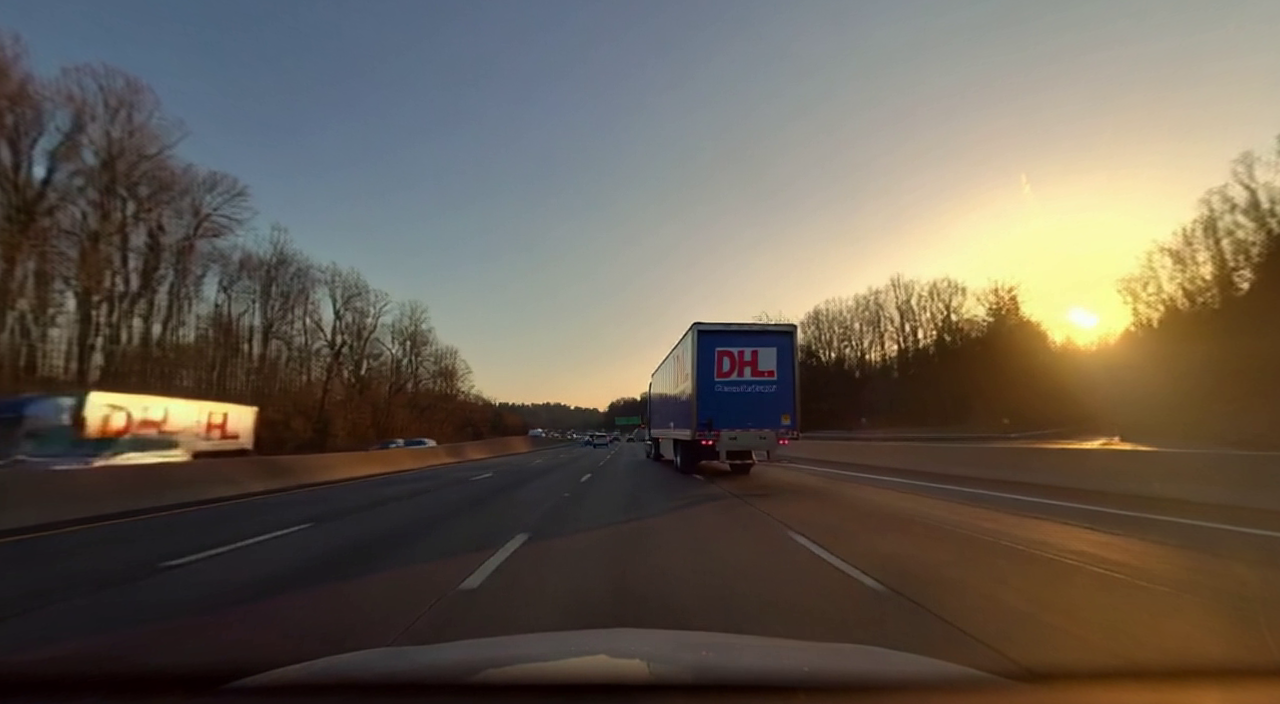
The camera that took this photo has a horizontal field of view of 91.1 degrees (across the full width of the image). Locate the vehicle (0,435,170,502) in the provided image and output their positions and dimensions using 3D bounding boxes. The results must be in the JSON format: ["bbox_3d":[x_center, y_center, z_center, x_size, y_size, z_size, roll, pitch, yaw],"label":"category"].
[{"bbox_3d":[-16.367,3.221,18.049,2.030,1.655,4.893,0,-8,-1],"label":"vehicle"}]

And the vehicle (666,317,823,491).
[{"bbox_3d":[2.696,1.814,19.662,3.011,4.211,8.926,0,-8,-2],"label":"vehicle"}]

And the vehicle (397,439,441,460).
[{"bbox_3d":[-16.976,7.506,48.560,1.829,1.490,4.552,0,-8,-1],"label":"vehicle"}]

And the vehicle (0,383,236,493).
[{"bbox_3d":[-23.053,3.748,27.642,3.063,3.783,11.601,0,-8,-1],"label":"vehicle"}]
